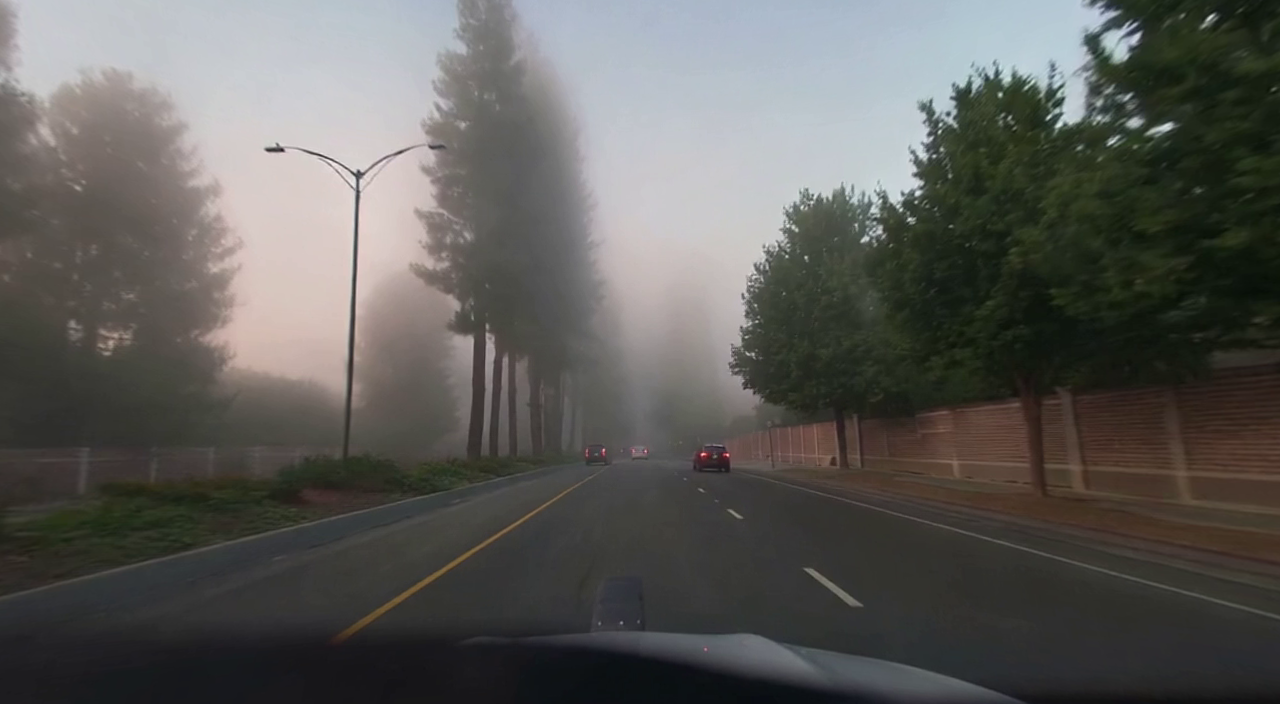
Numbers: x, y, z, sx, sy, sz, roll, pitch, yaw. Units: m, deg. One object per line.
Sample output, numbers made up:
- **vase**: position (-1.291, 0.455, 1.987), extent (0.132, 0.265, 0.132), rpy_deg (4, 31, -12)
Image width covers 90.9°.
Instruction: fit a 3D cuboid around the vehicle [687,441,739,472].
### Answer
- **vehicle**: position (3.989, 5.822, 35.351), extent (2.237, 1.578, 4.621), rpy_deg (0, -8, -1)
